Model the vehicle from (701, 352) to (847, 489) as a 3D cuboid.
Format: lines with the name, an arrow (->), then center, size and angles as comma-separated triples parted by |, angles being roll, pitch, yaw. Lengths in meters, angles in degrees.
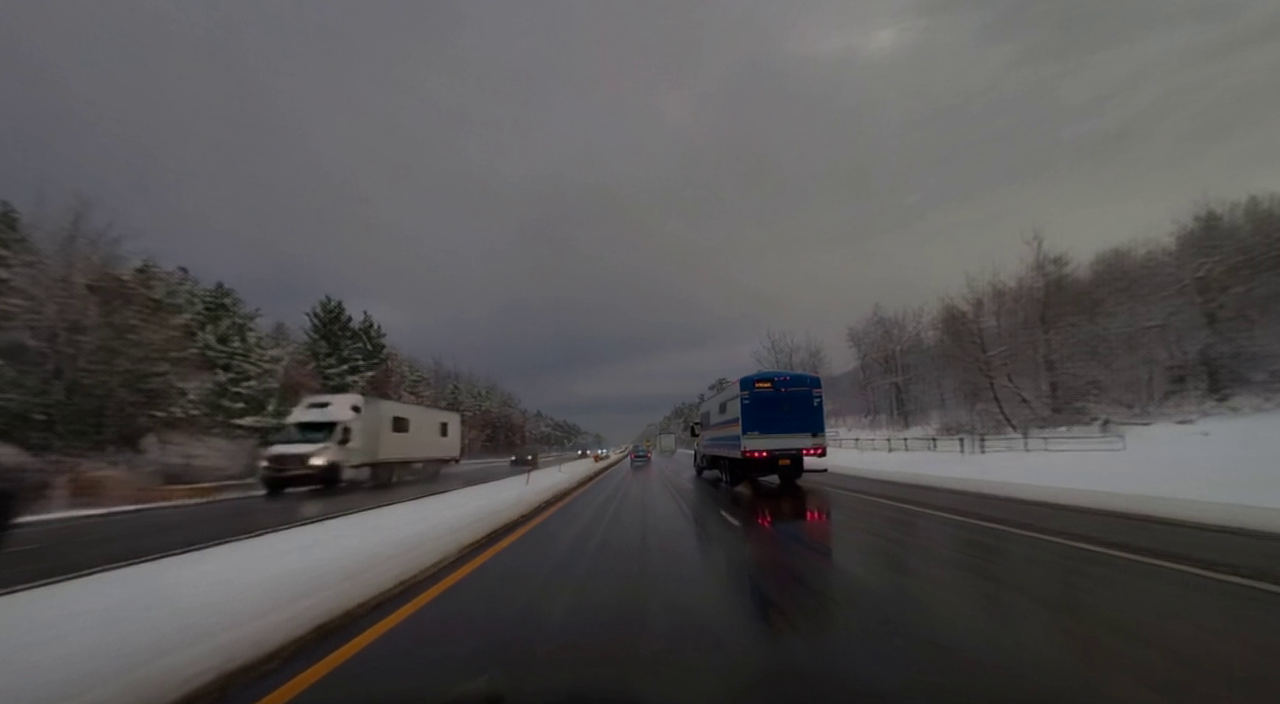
vehicle -> 4.710, 3.115, 26.172 | 2.939, 4.129, 14.300 | 0, -9, 0

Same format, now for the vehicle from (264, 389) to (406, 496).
vehicle -> -13.020, 3.968, 27.626 | 3.048, 4.133, 5.962 | 0, -9, 0

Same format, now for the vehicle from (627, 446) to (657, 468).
vehicle -> 0.158, 7.037, 42.517 | 1.926, 1.386, 3.615 | 0, -9, 0

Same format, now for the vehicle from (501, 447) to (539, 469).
vehicle -> -8.828, 7.829, 46.643 | 2.044, 1.537, 4.159 | 0, -9, 0
